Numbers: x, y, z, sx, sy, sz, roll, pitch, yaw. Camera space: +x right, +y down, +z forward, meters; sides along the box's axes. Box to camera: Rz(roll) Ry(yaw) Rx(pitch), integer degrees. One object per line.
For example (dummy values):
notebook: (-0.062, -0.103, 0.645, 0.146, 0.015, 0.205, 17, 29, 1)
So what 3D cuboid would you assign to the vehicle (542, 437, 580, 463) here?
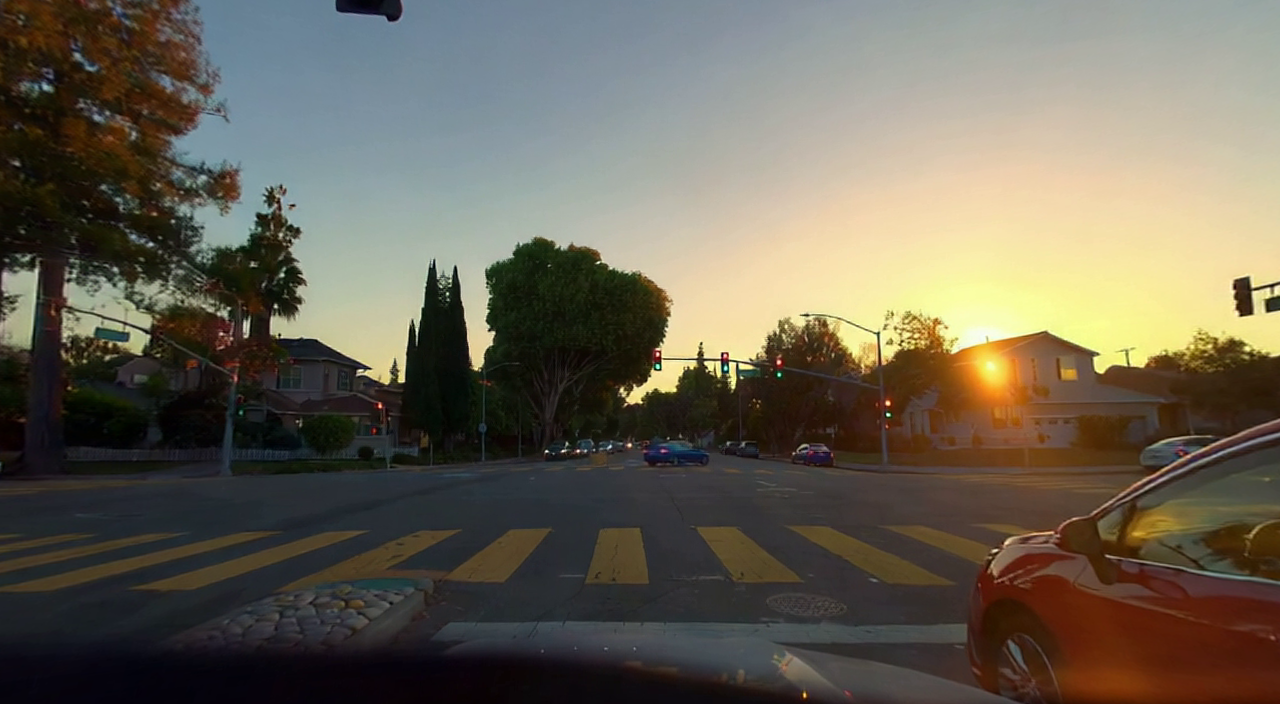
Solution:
vehicle: (-5.527, 6.958, 44.828, 2.091, 1.707, 4.157, 0, -9, 0)

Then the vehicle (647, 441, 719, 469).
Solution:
vehicle: (2.605, 6.017, 37.270, 2.104, 1.518, 4.999, -5, -10, 32)

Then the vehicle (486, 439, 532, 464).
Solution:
vehicle: (-8.940, 6.862, 43.632, 2.028, 1.654, 5.027, 0, -9, 1)

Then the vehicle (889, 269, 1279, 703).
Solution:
vehicle: (2.708, 0.707, 1.718, 2.085, 1.800, 4.908, 0, -9, 1)

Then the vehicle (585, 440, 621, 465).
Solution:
vehicle: (-2.370, 6.607, 41.631, 2.046, 1.491, 4.118, 0, -9, 1)
